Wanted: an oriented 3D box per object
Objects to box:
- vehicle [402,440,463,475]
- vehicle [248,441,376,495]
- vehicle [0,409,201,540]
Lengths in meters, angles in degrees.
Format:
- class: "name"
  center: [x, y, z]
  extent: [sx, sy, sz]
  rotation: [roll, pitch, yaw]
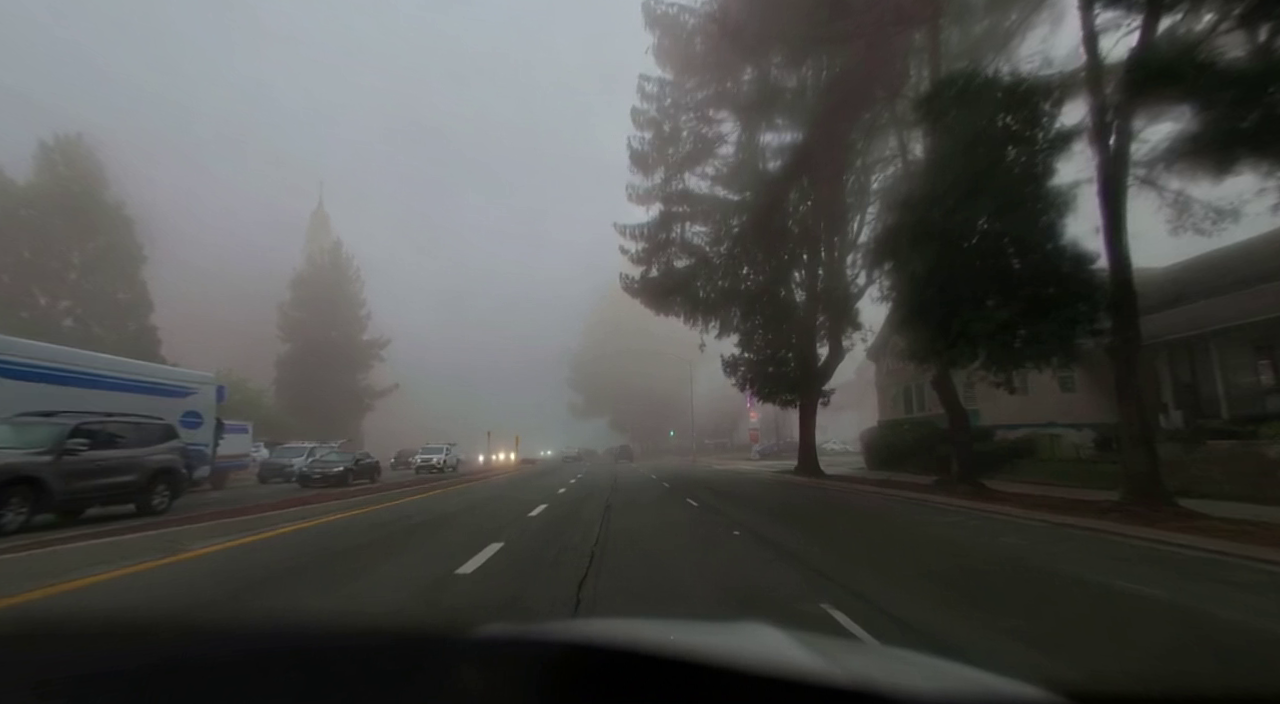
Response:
- class: "vehicle"
  center: [-12.391, 6.337, 38.124]
  extent: [2.206, 1.922, 4.968]
  rotation: [0, -8, -2]
- class: "vehicle"
  center: [-11.510, 4.070, 22.653]
  extent: [2.134, 1.705, 4.710]
  rotation: [0, -8, -1]
- class: "vehicle"
  center: [-11.504, 2.245, 11.989]
  extent: [2.292, 2.096, 5.647]
  rotation: [0, -8, -1]
